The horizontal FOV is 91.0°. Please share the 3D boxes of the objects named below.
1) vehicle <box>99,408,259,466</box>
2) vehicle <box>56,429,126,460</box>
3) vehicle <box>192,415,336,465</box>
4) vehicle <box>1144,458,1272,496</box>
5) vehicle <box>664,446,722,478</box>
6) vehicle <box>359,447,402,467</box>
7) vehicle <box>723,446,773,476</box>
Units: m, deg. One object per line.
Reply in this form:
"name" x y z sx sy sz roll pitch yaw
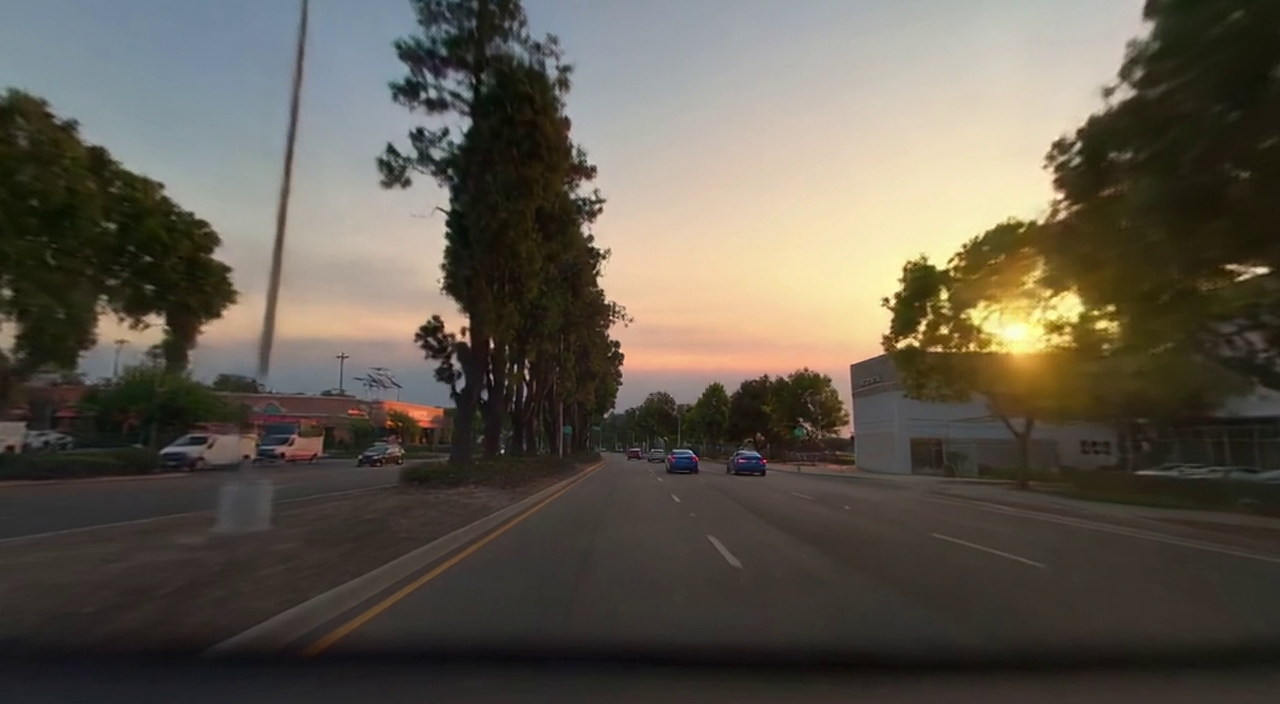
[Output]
"vehicle" -27.107 5.124 37.427 6.822 3.138 2.979 4 -9 -17
"vehicle" -41.156 6.955 47.281 2.149 2.227 3.723 2 -8 -10
"vehicle" -26.666 6.325 45.093 8.121 3.260 2.889 3 -9 -12
"vehicle" 26.861 5.899 29.815 4.586 1.665 1.968 2 -9 -10
"vehicle" 2.523 5.405 31.145 2.256 1.451 4.313 1 -9 -3
"vehicle" -20.413 8.245 49.669 1.730 1.516 3.847 1 -9 -1
"vehicle" 6.030 6.092 35.507 1.886 1.528 4.169 1 -9 -3
